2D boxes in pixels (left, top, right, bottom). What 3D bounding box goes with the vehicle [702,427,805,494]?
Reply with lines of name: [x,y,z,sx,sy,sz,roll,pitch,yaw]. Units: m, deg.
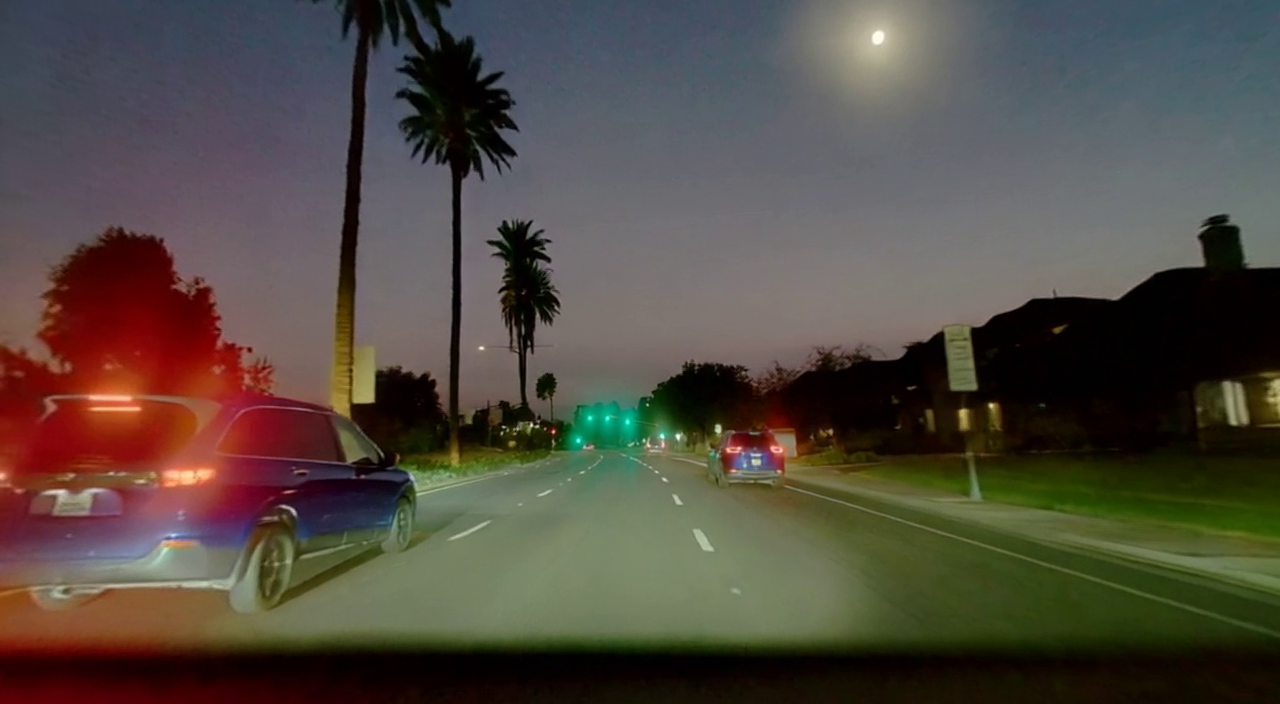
vehicle: [3.309,3.293,19.440,2.195,1.804,4.658,0,-8,-2]

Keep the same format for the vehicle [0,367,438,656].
vehicle: [-3.938,1.329,6.354,2.150,1.768,4.868,0,-8,0]
